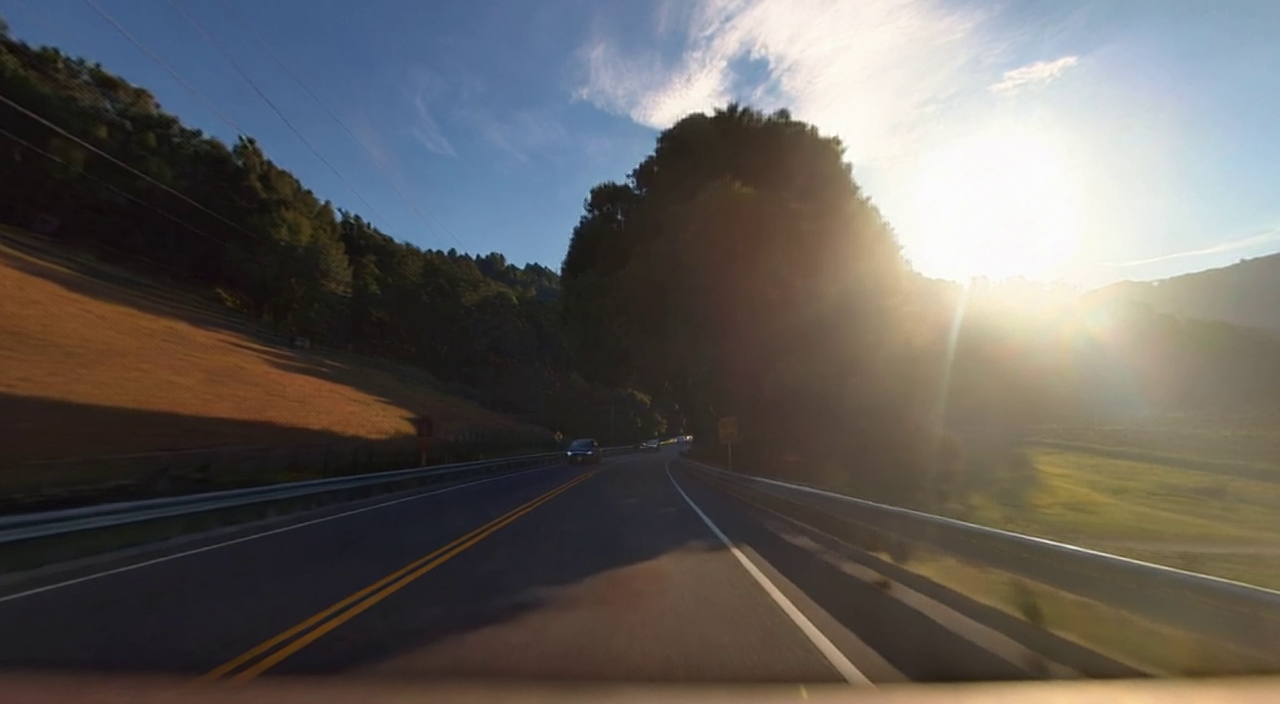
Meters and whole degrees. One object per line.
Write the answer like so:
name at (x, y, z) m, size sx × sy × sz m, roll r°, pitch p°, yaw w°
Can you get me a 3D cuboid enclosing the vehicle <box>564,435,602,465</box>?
vehicle at (-3.780, 6.595, 42.622) m, size 1.997 × 1.874 × 4.269 m, roll -1°, pitch -9°, yaw 2°
